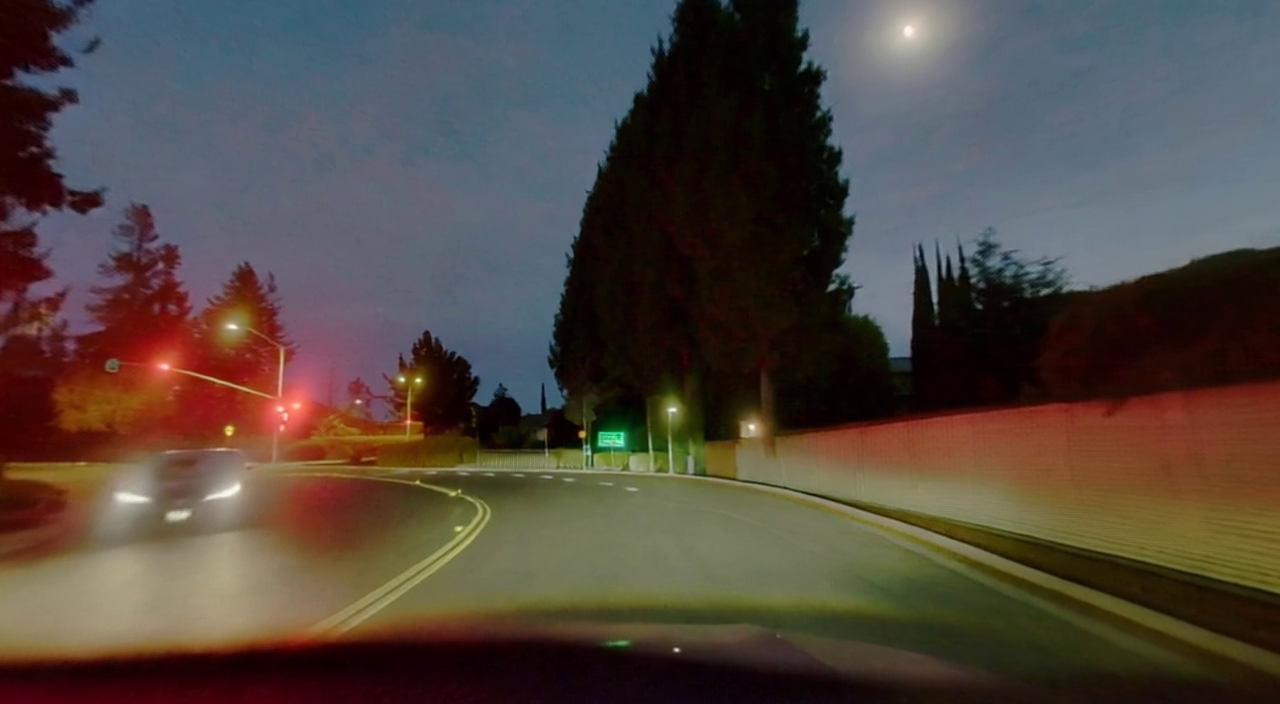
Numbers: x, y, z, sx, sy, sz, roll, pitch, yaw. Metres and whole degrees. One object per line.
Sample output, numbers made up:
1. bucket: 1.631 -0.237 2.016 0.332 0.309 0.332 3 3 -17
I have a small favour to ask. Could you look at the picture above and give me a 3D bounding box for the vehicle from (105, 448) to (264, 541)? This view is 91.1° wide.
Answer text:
1. vehicle: -8.907 2.682 12.655 2.066 1.455 4.770 5 -10 -31
